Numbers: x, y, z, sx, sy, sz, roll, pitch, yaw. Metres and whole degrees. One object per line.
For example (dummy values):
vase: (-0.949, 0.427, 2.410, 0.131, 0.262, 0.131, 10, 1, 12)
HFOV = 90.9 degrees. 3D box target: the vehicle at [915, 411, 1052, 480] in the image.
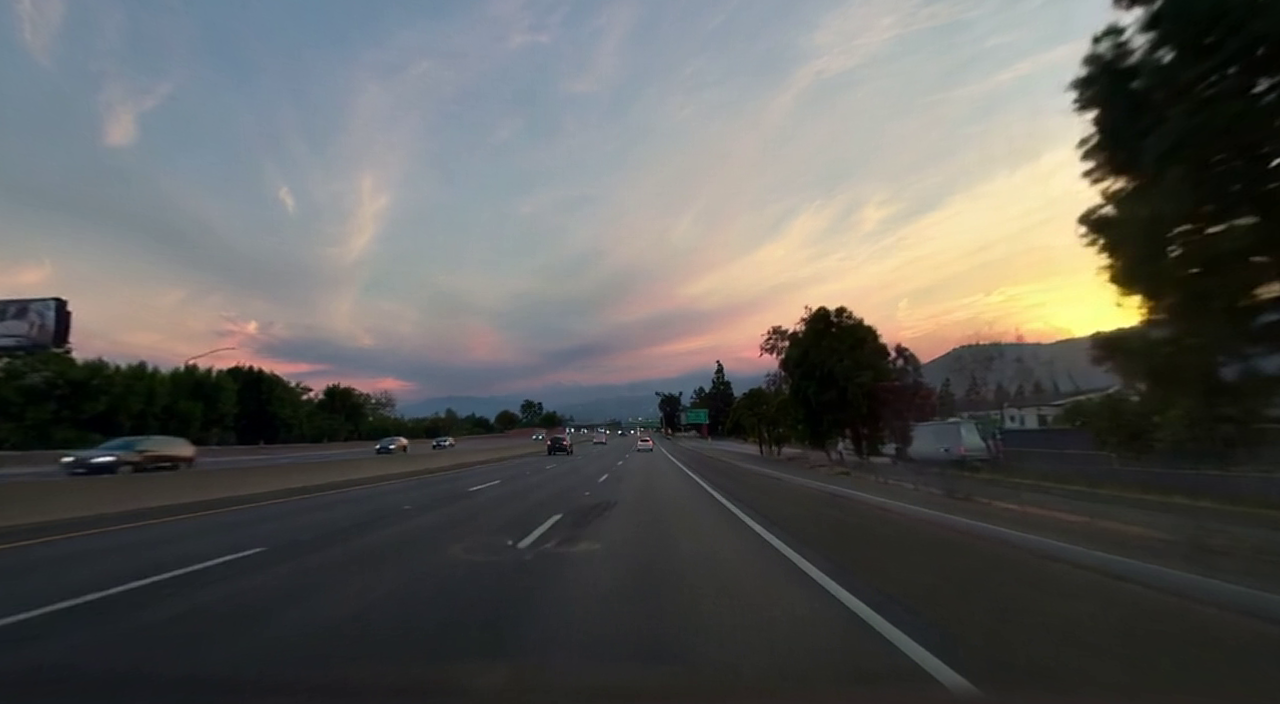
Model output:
vehicle: (18.870, 5.129, 35.333, 3.098, 3.410, 7.172, 0, -7, -5)

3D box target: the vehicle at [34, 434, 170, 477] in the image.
vehicle: (-18.650, 3.591, 22.057, 1.668, 1.388, 3.393, 0, -8, 1)
